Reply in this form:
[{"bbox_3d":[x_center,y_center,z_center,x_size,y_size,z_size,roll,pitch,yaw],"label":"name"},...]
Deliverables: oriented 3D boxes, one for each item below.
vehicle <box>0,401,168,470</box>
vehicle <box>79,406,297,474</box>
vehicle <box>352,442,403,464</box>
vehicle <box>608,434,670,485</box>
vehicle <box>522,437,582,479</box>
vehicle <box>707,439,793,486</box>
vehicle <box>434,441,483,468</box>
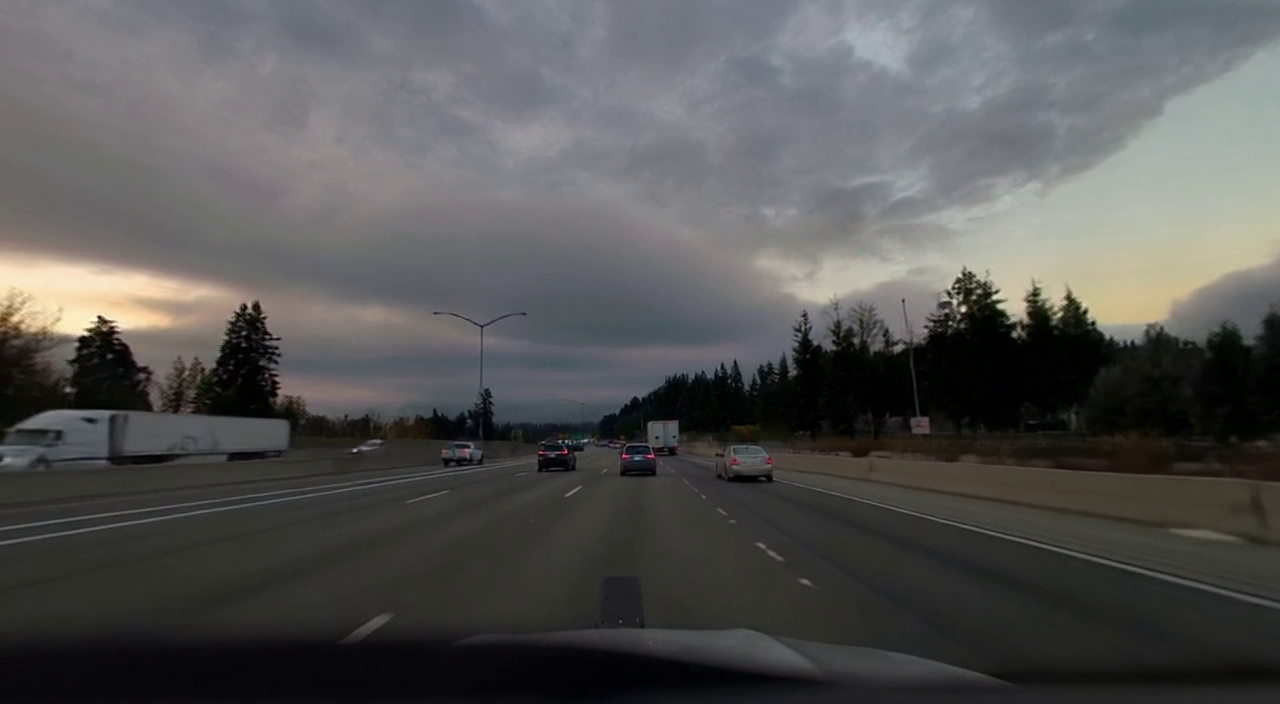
[{"bbox_3d":[-30.693,4.667,34.768,3.043,3.332,7.964,0,-8,1],"label":"vehicle"},{"bbox_3d":[-30.656,6.336,44.873,3.101,3.887,16.562,0,-9,1],"label":"vehicle"},{"bbox_3d":[-19.148,7.369,46.212,2.084,1.519,3.662,0,-8,2],"label":"vehicle"},{"bbox_3d":[-0.032,3.987,23.722,2.103,1.717,4.399,0,-8,0],"label":"vehicle"},{"bbox_3d":[-3.831,4.712,28.356,1.988,1.696,4.754,0,-8,1],"label":"vehicle"},{"bbox_3d":[3.793,3.925,22.768,2.146,1.482,4.665,0,-8,-1],"label":"vehicle"},{"bbox_3d":[-12.615,7.118,44.183,1.946,1.773,4.446,0,-9,1],"label":"vehicle"}]
